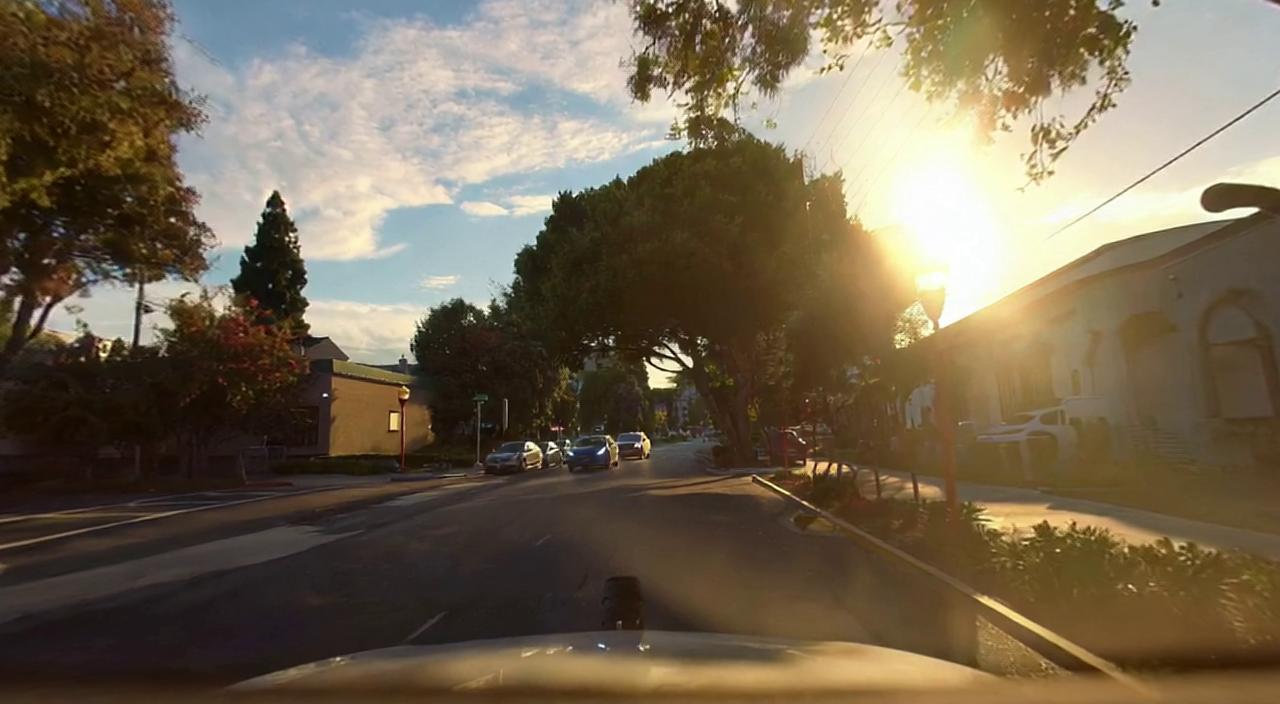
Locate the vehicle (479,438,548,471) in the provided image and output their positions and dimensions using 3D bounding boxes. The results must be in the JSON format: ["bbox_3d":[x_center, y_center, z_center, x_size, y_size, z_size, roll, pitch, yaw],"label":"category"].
[{"bbox_3d":[-5.984,4.935,30.485,1.968,1.443,4.358,-1,-9,6],"label":"vehicle"}]

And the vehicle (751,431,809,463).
[{"bbox_3d":[6.778,4.640,31.065,1.918,1.461,4.419,-1,-8,1],"label":"vehicle"}]

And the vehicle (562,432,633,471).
[{"bbox_3d":[-1.656,4.163,26.534,2.056,1.508,4.596,-1,-9,8],"label":"vehicle"}]

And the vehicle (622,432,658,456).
[{"bbox_3d":[0.065,6.700,46.055,2.110,1.651,4.410,-1,-9,7],"label":"vehicle"}]
